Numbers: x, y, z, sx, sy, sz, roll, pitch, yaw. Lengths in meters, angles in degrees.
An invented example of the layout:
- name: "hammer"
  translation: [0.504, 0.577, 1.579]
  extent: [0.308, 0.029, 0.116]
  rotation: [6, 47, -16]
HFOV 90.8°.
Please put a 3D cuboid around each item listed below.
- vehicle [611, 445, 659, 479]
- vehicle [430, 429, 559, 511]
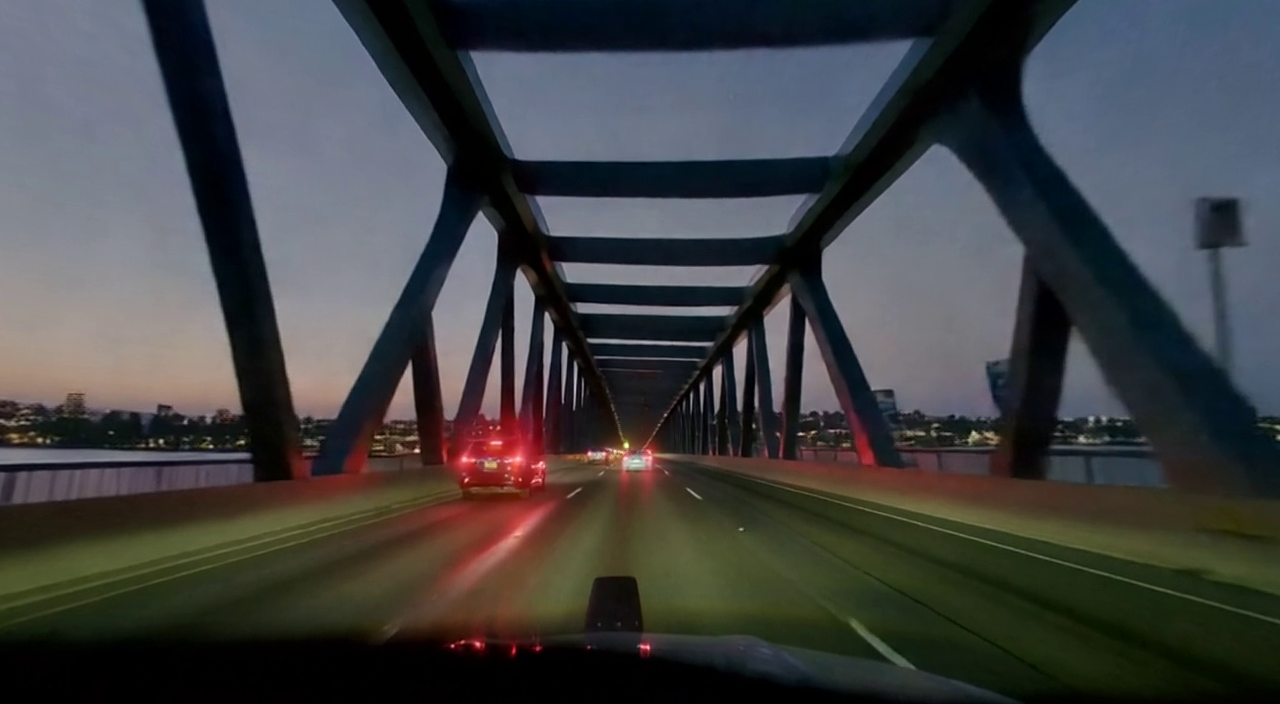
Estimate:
- name: "vehicle"
  translation: [-0.254, 5.060, 29.248]
  extent: [2.048, 1.450, 3.973]
  rotation: [-1, -9, -1]
- name: "vehicle"
  translation: [-3.584, 3.019, 16.607]
  extent: [2.190, 1.807, 4.741]
  rotation: [-1, -9, 1]
